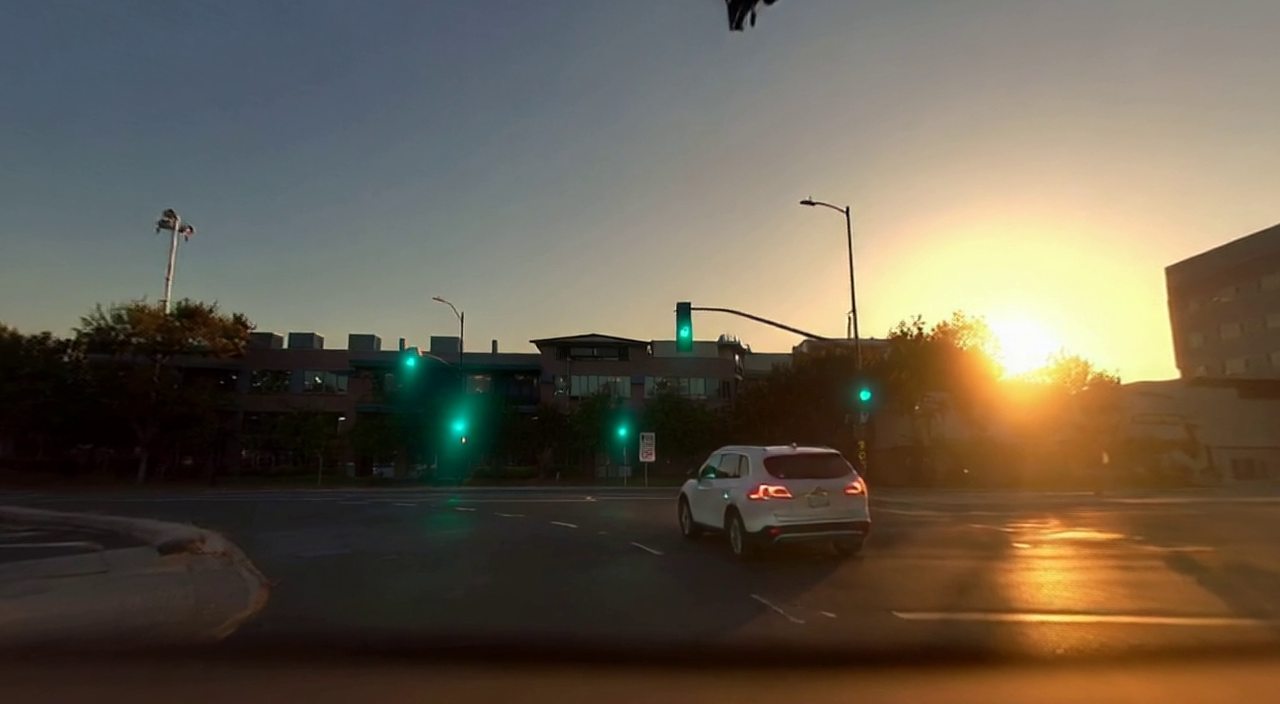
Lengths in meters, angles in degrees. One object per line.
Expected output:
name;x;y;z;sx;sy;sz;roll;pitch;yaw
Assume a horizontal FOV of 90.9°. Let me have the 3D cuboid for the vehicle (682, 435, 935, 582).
vehicle;2.155;2.126;9.524;1.938;1.648;4.211;2;-9;-12
